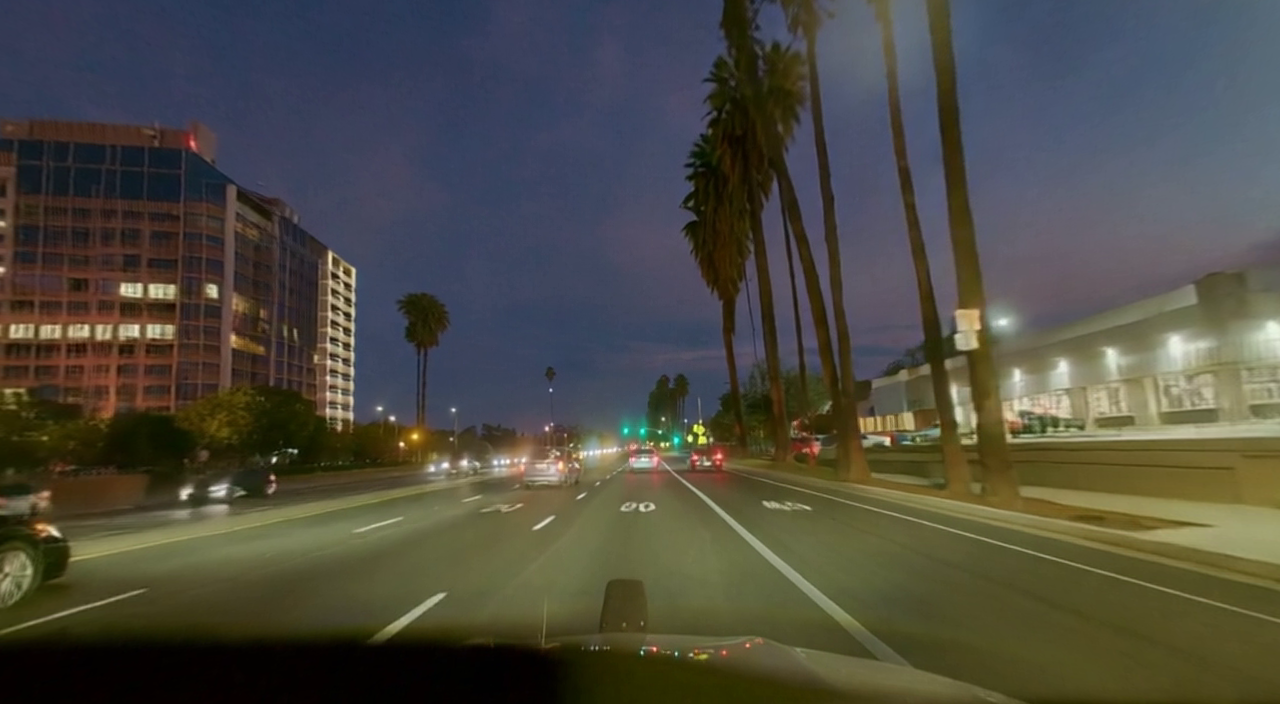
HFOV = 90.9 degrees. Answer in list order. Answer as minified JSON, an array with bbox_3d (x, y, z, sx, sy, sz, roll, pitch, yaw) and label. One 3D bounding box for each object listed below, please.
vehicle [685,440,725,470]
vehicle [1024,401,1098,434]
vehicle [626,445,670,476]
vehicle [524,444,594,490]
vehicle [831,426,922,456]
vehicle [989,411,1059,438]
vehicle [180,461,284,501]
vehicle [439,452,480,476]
[{"bbox_3d":[4.201,6.744,41.397,2.108,1.785,4.334,0,-9,0],"label":"vehicle"},{"bbox_3d":[23.728,3.748,35.485,4.448,1.701,1.954,6,-11,-36],"label":"vehicle"},{"bbox_3d":[0.390,5.616,32.830,2.147,1.507,3.953,-1,-9,0],"label":"vehicle"},{"bbox_3d":[-2.862,4.186,23.244,1.908,1.505,4.369,-1,-9,2],"label":"vehicle"},{"bbox_3d":[12.943,4.849,34.432,4.749,1.457,1.806,3,-11,-28],"label":"vehicle"},{"bbox_3d":[23.546,4.468,38.580,4.576,1.511,1.801,5,-10,-34],"label":"vehicle"},{"bbox_3d":[-20.692,6.525,32.243,2.016,1.754,4.826,-1,-9,1],"label":"vehicle"},{"bbox_3d":[-13.869,8.609,48.632,1.841,1.697,4.289,-1,-9,1],"label":"vehicle"}]
